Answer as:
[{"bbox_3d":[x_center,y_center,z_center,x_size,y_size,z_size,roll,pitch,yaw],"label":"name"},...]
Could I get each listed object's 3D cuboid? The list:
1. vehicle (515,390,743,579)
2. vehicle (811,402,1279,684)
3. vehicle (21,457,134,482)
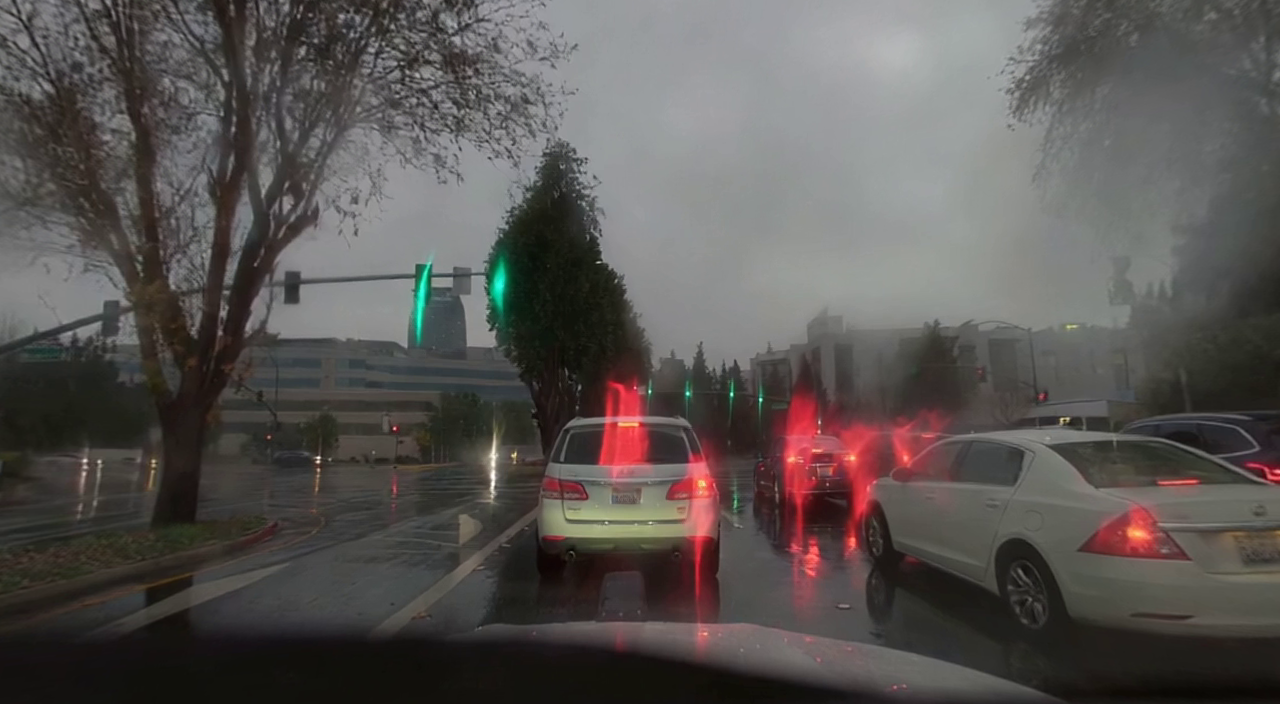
[{"bbox_3d":[-0.224,1.619,8.443,2.236,1.827,4.316,1,-9,-3],"label":"vehicle"},{"bbox_3d":[3.362,1.426,5.992,2.034,1.558,4.774,0,-9,-1],"label":"vehicle"},{"bbox_3d":[-35.118,7.337,39.581,4.845,1.442,1.880,2,-9,-12],"label":"vehicle"}]
